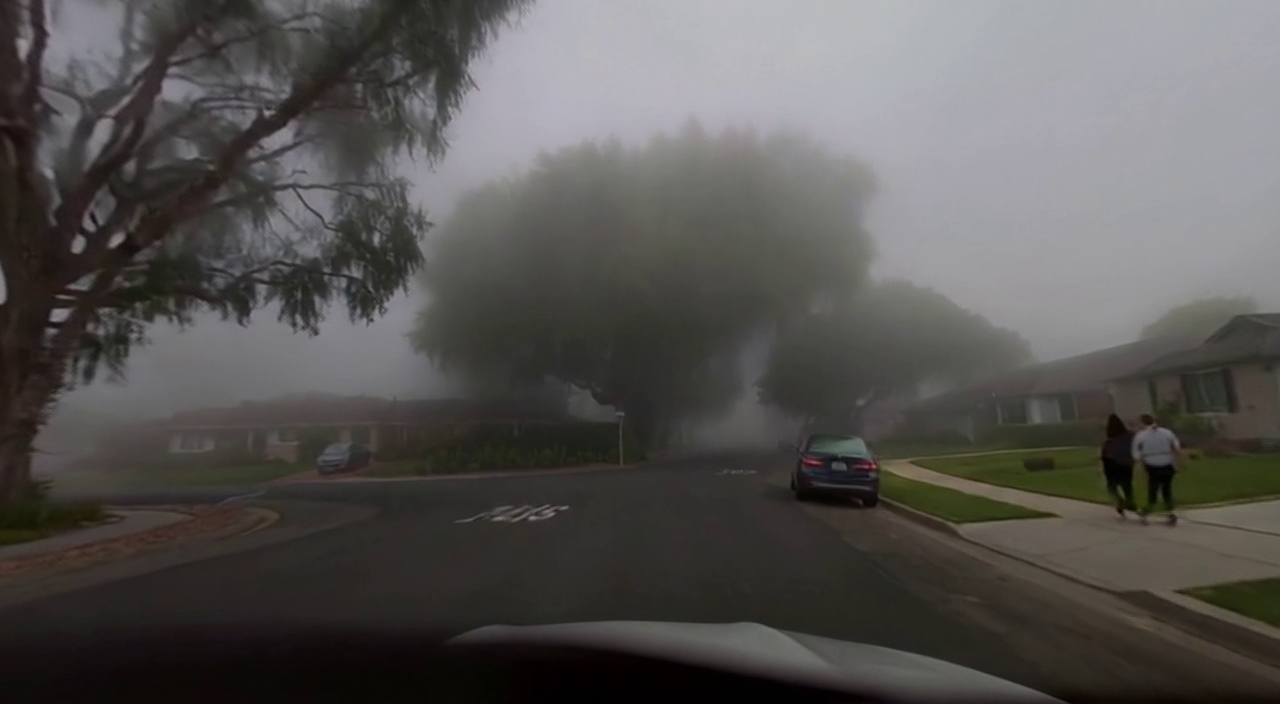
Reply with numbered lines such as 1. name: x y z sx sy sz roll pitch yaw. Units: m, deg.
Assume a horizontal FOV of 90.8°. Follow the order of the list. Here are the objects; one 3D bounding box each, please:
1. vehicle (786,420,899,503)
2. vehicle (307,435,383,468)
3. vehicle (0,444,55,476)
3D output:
1. vehicle: 4.835 2.700 15.752 2.053 1.737 4.375 -2 -9 10
2. vehicle: -17.450 5.940 37.663 2.021 1.798 4.491 -1 -9 6
3. vehicle: -39.403 6.661 39.070 2.206 1.858 4.918 1 -8 -8
